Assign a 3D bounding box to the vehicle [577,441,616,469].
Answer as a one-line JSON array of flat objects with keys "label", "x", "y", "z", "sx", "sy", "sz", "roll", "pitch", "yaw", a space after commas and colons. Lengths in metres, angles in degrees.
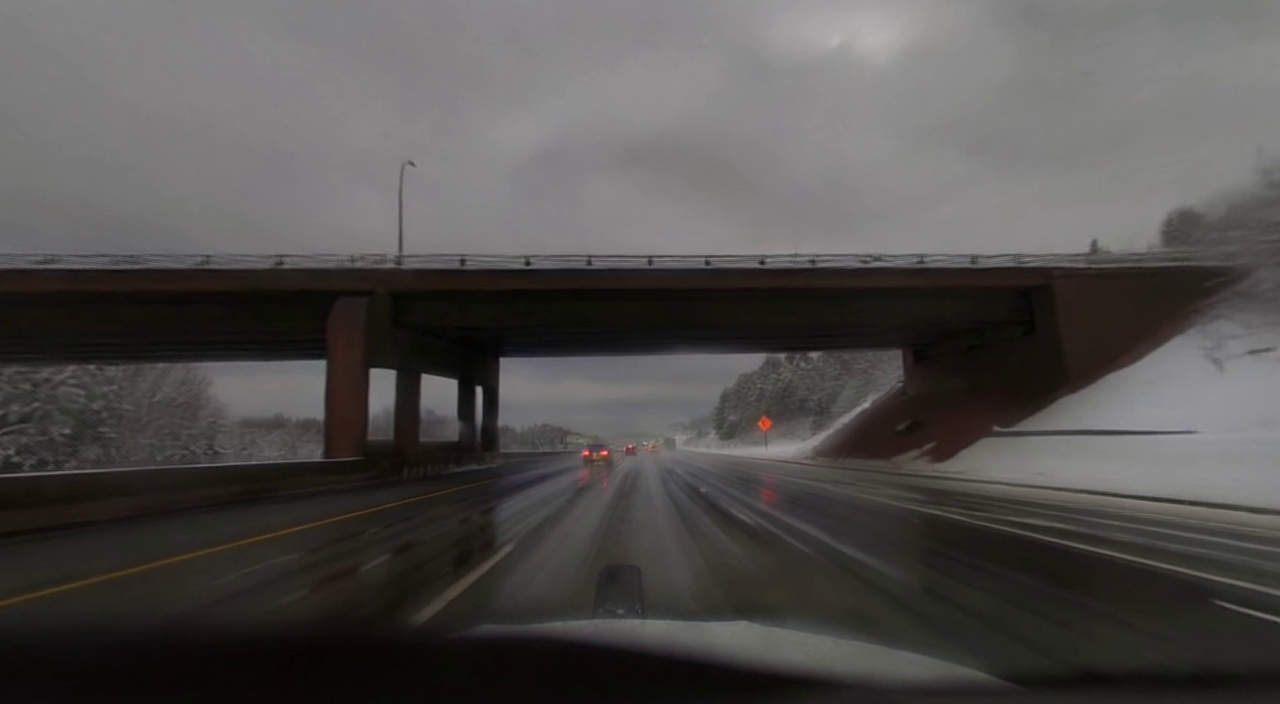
[{"label": "vehicle", "x": -2.912, "y": 7.004, "z": 42.988, "sx": 2.181, "sy": 1.730, "sz": 4.517, "roll": -1, "pitch": -9, "yaw": 2}]
